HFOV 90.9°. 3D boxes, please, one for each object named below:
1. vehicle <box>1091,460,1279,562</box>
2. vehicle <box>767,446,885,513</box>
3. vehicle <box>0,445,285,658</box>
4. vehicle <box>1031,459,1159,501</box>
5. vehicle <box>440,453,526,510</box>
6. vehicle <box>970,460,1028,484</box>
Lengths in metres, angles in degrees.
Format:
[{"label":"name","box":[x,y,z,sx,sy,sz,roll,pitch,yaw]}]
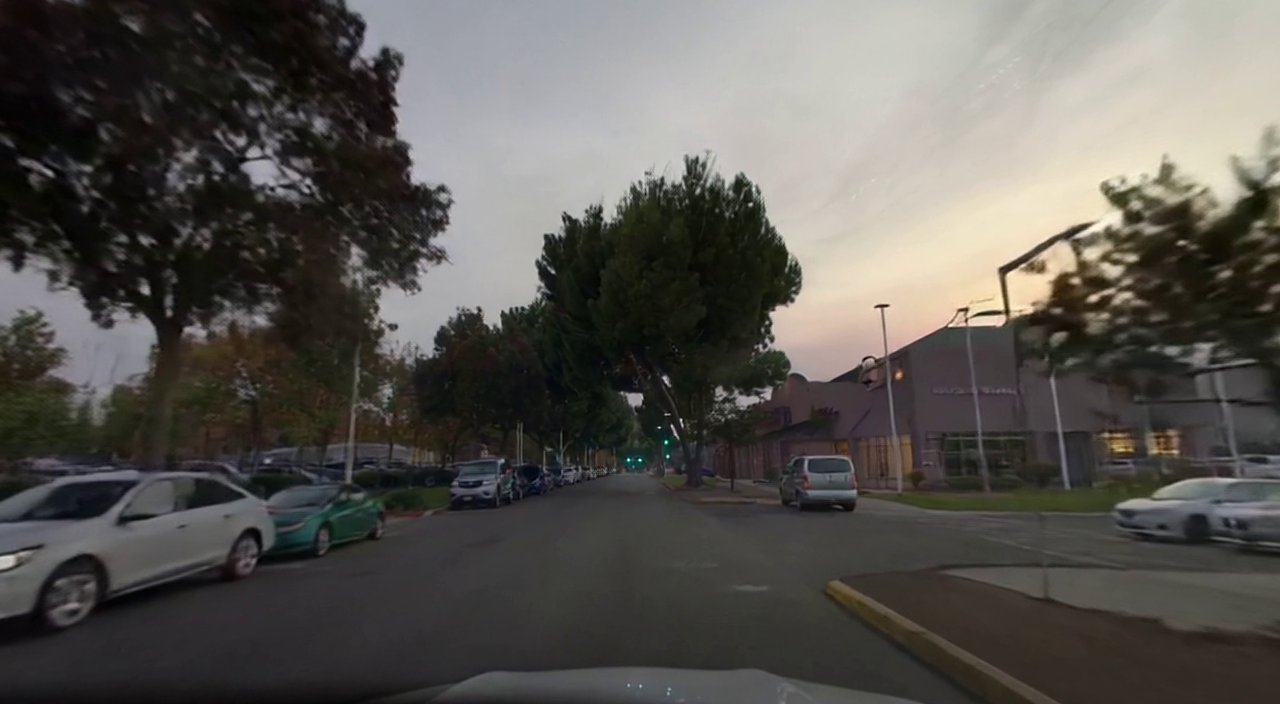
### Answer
[{"label":"vehicle","box":[10.206,2.546,10.338,1.926,1.469,4.654,1,-11,-4]},{"label":"vehicle","box":[5.577,3.935,19.638,2.054,1.779,4.650,1,-11,-2]},{"label":"vehicle","box":[-6.002,1.887,6.768,1.957,1.634,4.164,1,-11,-1]},{"label":"vehicle","box":[17.879,5.064,25.037,1.794,1.486,3.983,1,-11,-6]},{"label":"vehicle","box":[-6.089,5.127,25.214,2.196,2.001,5.548,1,-11,-3]},{"label":"vehicle","box":[25.470,8.497,44.810,1.698,1.489,3.599,-3,-9,-4]}]
